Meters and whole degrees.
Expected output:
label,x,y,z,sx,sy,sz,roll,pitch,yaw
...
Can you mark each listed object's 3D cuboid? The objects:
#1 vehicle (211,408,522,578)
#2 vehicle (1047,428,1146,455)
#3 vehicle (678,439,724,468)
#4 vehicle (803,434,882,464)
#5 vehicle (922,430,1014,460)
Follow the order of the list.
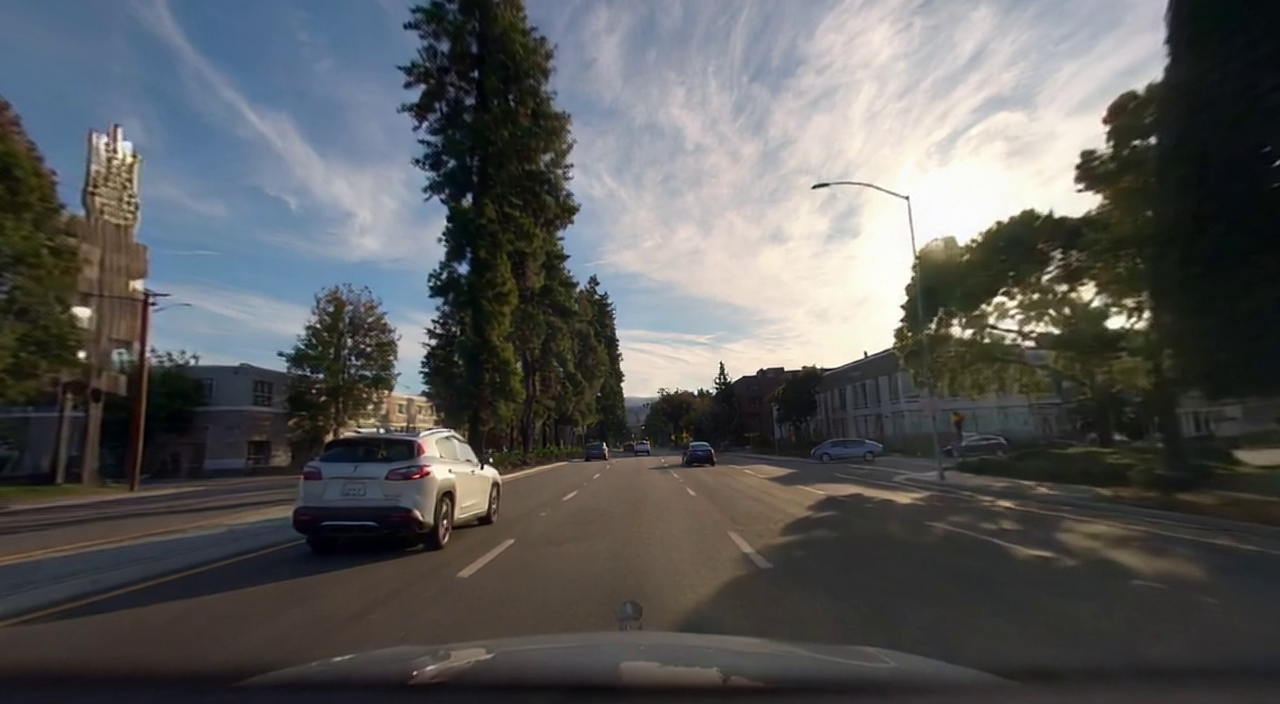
label,x,y,z,sx,sy,sz,roll,pitch,yaw
vehicle,-3.132,1.721,8.554,2.121,1.656,4.559,0,-8,1
vehicle,29.023,5.718,40.191,4.759,1.666,1.941,0,-8,0
vehicle,3.374,5.718,35.678,2.087,1.506,4.276,0,-8,-1
vehicle,12.949,6.254,40.525,4.515,1.599,1.968,-5,-9,10
vehicle,20.908,5.933,40.355,4.691,1.626,1.989,-3,-9,3
